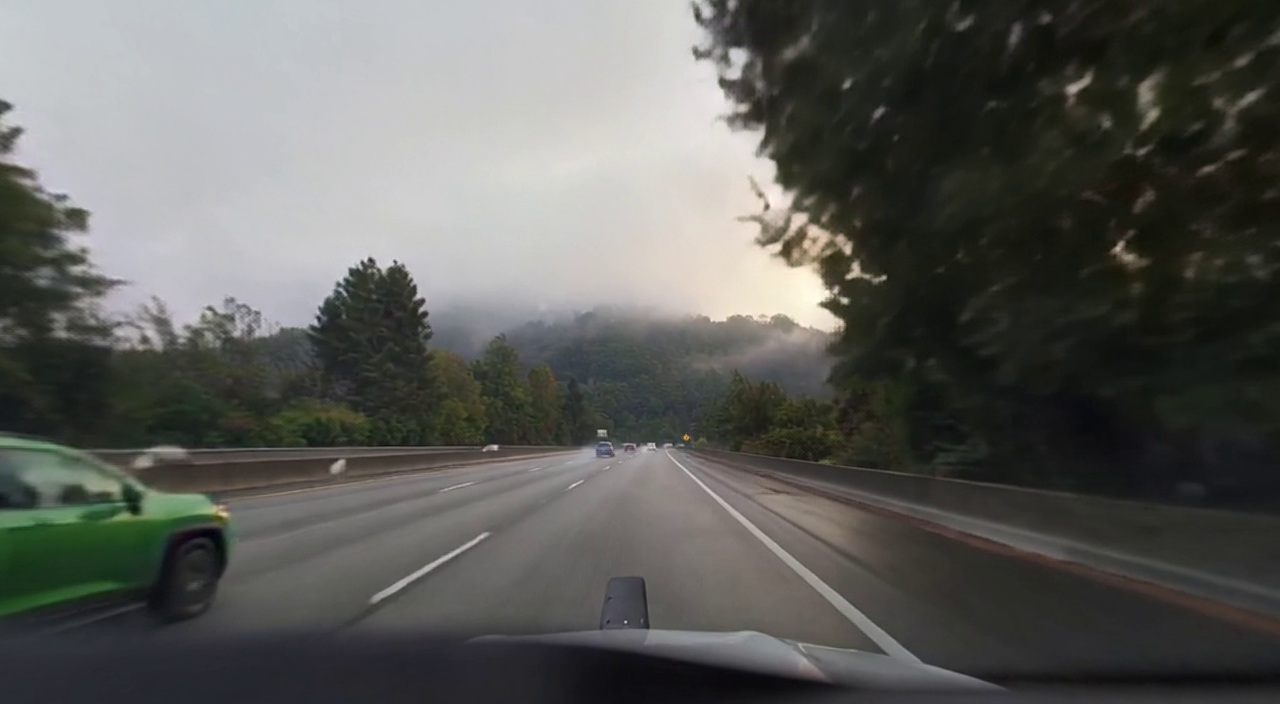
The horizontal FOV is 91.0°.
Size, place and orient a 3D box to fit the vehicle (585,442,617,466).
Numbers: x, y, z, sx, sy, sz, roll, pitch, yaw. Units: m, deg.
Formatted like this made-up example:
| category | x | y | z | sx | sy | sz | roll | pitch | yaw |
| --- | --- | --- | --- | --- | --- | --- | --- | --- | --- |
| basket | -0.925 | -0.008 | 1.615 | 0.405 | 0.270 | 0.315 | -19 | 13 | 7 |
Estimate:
| category | x | y | z | sx | sy | sz | roll | pitch | yaw |
| --- | --- | --- | --- | --- | --- | --- | --- | --- | --- |
| vehicle | -2.667 | 7.094 | 44.103 | 2.015 | 1.561 | 4.469 | 0 | -8 | 0 |

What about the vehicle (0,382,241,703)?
| category | x | y | z | sx | sy | sz | roll | pitch | yaw |
| --- | --- | --- | --- | --- | --- | --- | --- | --- | --- |
| vehicle | -3.936 | 0.842 | 2.375 | 1.993 | 1.538 | 4.192 | 0 | -8 | 2 |
